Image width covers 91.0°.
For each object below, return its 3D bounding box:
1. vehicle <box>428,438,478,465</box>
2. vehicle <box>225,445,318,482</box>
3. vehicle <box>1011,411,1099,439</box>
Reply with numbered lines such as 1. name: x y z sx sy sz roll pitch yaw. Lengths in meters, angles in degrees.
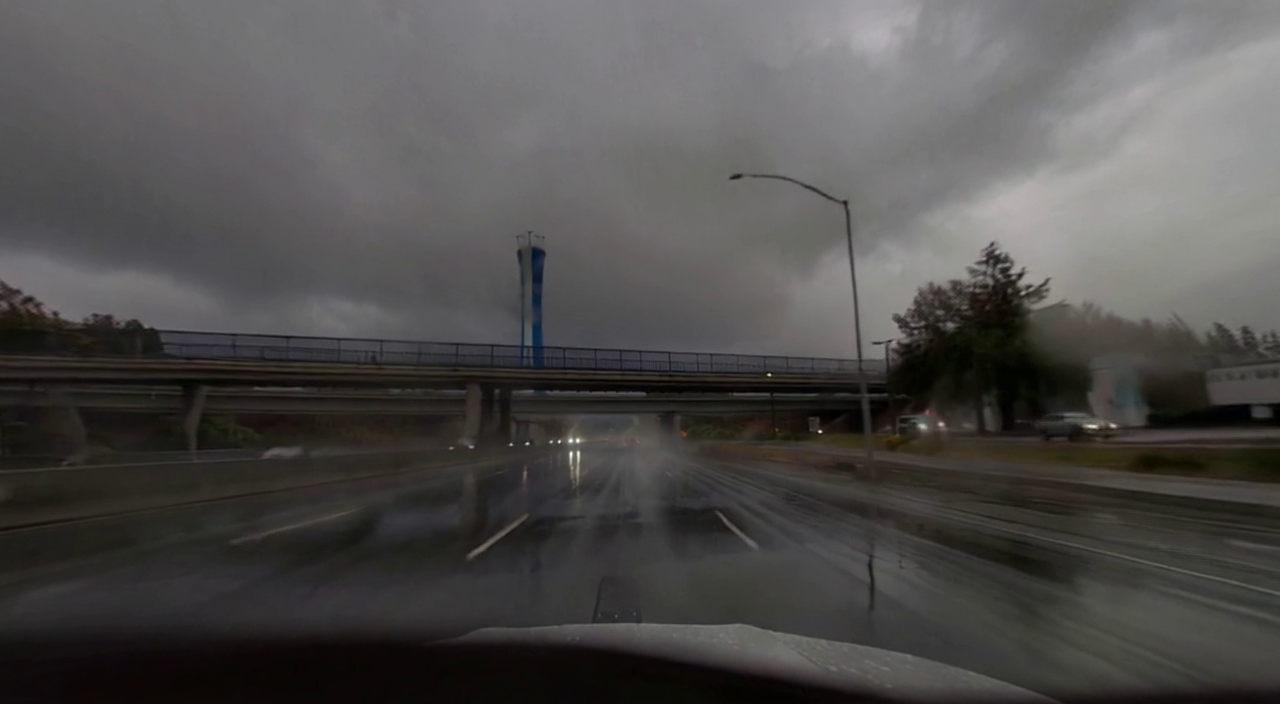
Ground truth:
1. vehicle: -12.181 6.484 41.275 2.008 1.635 4.139 0 -8 -1
2. vehicle: -15.397 4.647 26.525 1.707 1.418 3.736 0 -8 -1
3. vehicle: 23.229 4.164 35.453 1.807 1.447 4.441 0 -8 -2
